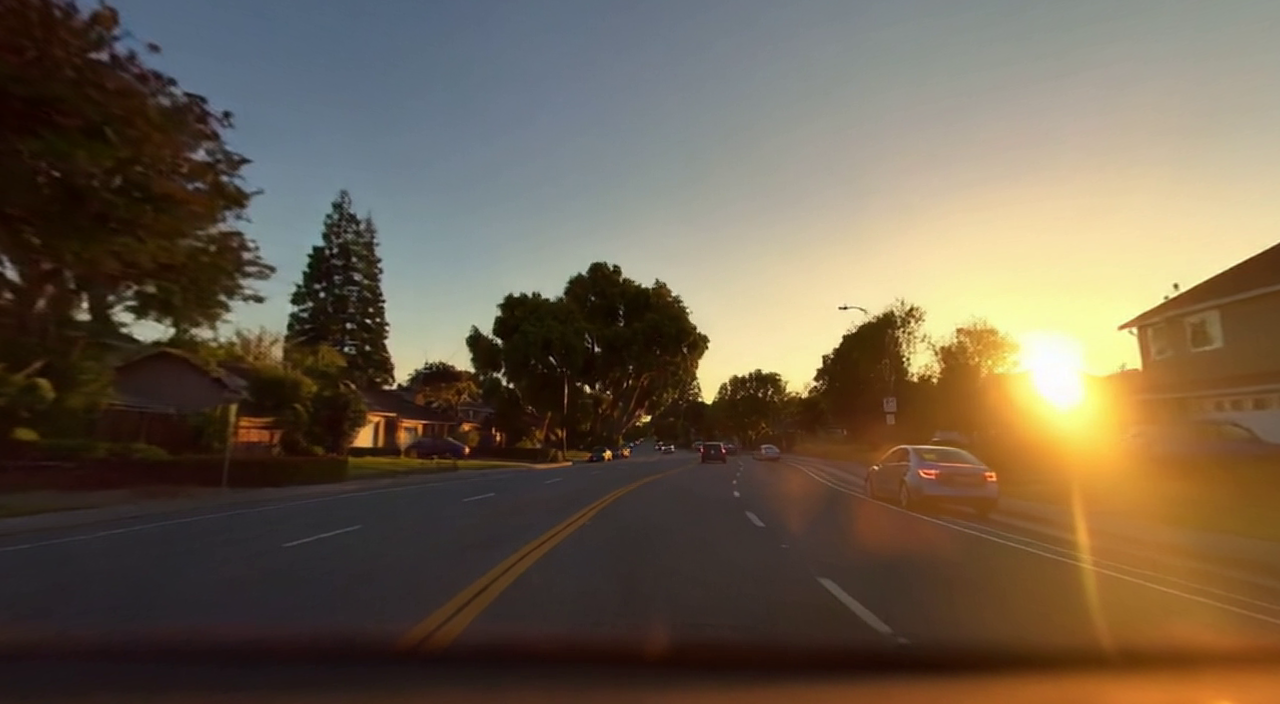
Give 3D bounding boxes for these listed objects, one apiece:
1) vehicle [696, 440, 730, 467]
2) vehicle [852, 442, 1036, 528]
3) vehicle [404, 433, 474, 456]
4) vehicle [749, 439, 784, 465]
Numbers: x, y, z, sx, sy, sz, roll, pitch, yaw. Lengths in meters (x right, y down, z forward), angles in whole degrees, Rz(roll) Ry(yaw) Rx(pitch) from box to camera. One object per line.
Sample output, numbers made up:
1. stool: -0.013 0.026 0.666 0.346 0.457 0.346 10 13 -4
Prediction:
1. vehicle: 4.871 6.744 42.047 2.106 1.667 4.367 -1 -9 7
2. vehicle: 6.148 2.701 13.442 1.934 1.506 4.282 0 -8 3
3. vehicle: -14.528 6.707 45.622 4.377 1.570 1.871 -1 -9 7
4. vehicle: 9.861 7.823 49.392 2.059 1.924 4.257 -1 -9 4
